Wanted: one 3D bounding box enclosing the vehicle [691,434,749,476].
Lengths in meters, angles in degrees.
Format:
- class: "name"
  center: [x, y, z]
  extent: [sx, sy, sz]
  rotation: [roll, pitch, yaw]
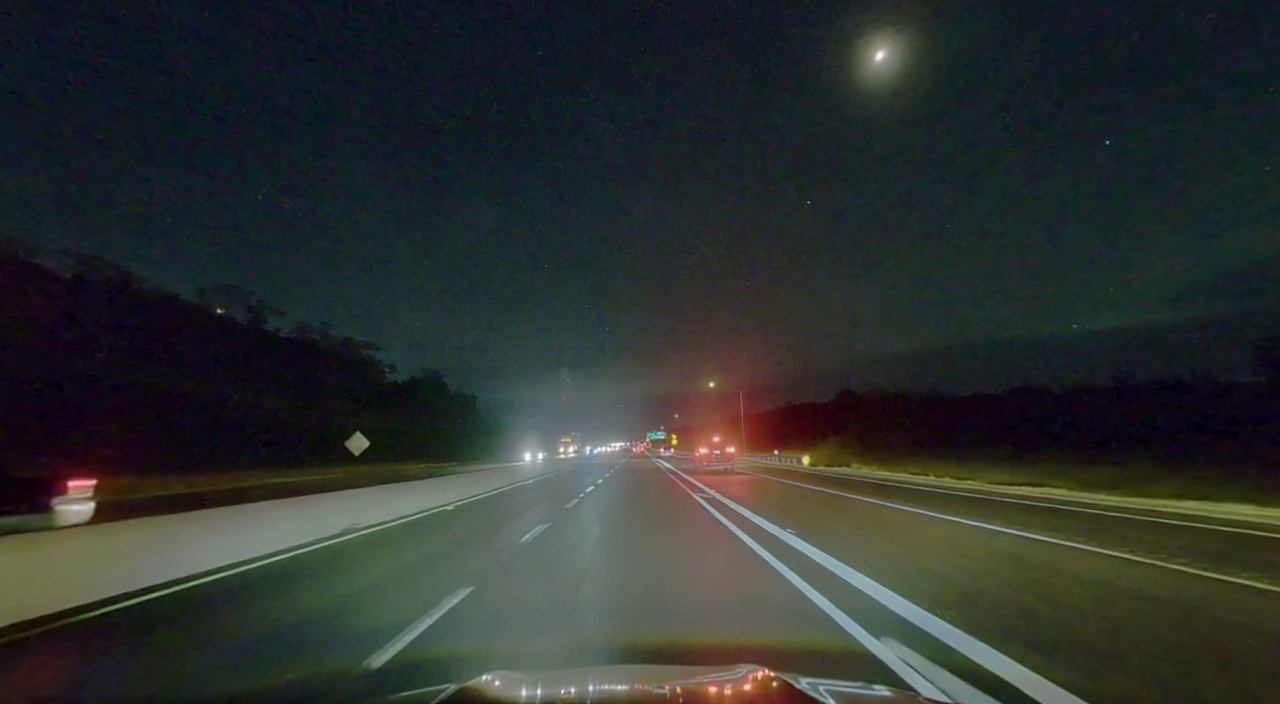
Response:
- class: "vehicle"
  center: [3.924, 5.172, 31.590]
  extent: [2.177, 1.914, 5.245]
  rotation: [0, -9, -1]
